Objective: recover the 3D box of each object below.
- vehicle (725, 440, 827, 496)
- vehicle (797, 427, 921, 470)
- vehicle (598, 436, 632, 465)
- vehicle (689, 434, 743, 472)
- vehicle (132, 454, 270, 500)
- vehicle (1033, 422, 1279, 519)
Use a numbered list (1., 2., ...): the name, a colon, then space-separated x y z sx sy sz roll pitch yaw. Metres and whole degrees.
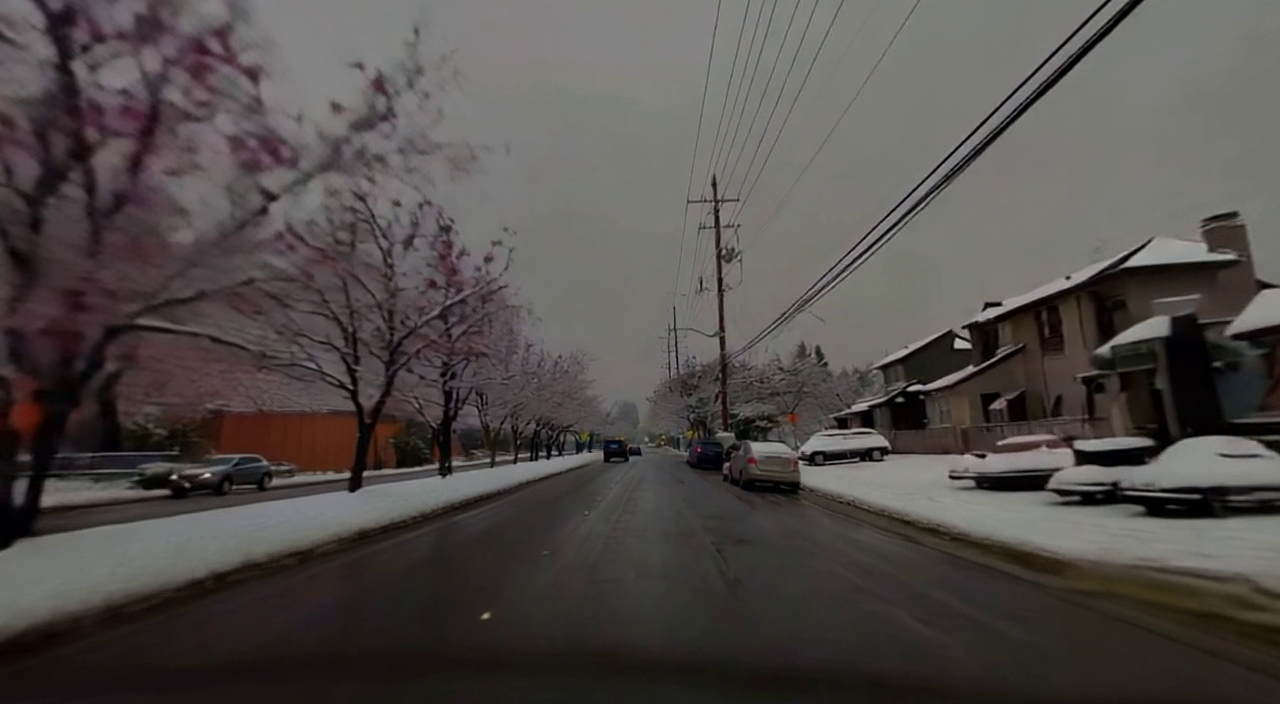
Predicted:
1. vehicle: 3.873 3.388 18.827 2.042 1.465 4.455 0 -9 0
2. vehicle: 9.808 4.362 28.591 4.818 1.847 2.257 -1 -9 2
3. vehicle: -1.758 7.101 45.736 2.202 1.961 4.980 0 -9 1
4. vehicle: 4.128 5.653 35.455 2.280 1.904 5.779 0 -9 -1
5. vehicle: -16.566 4.717 24.135 1.954 1.497 4.613 0 -9 0
6. vehicle: 9.620 1.983 10.834 4.430 1.480 1.923 0 -9 -2
